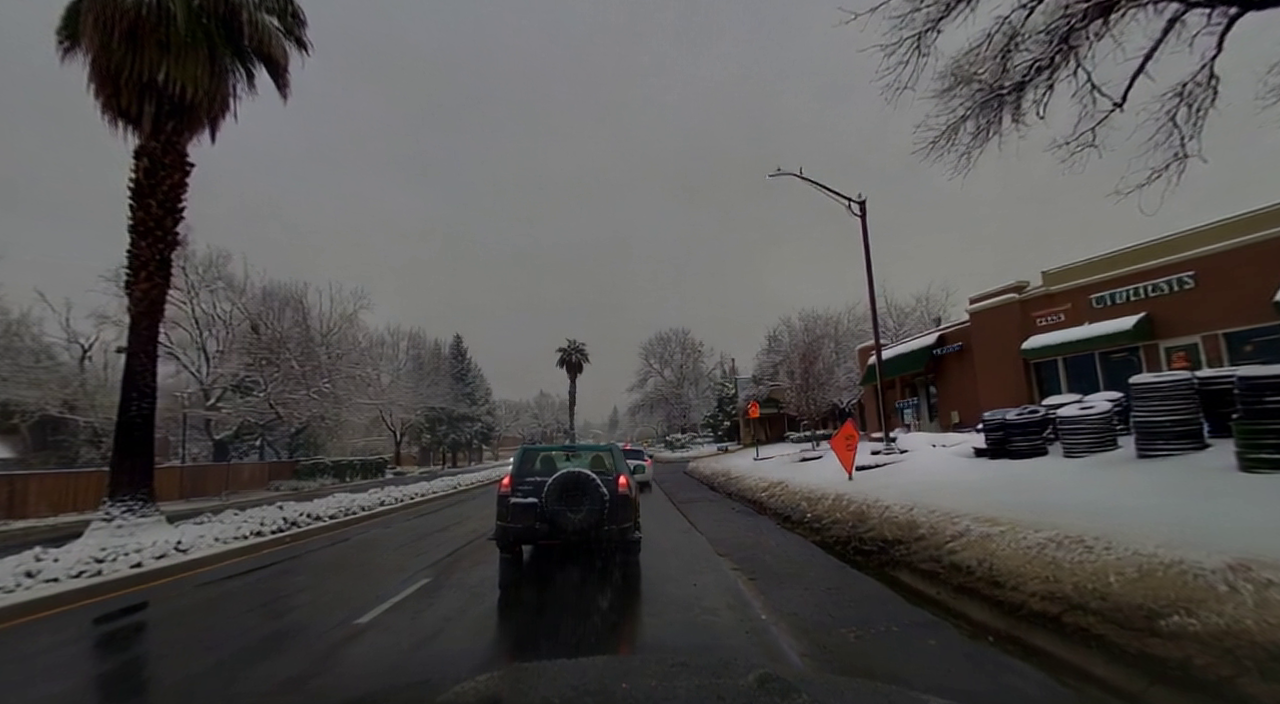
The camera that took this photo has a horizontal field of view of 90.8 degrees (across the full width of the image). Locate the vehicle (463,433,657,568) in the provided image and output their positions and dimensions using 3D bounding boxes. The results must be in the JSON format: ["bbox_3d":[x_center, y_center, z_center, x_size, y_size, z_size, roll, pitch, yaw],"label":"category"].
[{"bbox_3d":[-0.957,1.973,9.205,2.169,1.495,4.048,0,-8,-2],"label":"vehicle"}]

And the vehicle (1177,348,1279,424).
[{"bbox_3d":[16.519,0.951,16.509,1.810,1.669,3.883,0,-8,7],"label":"vehicle"}]
